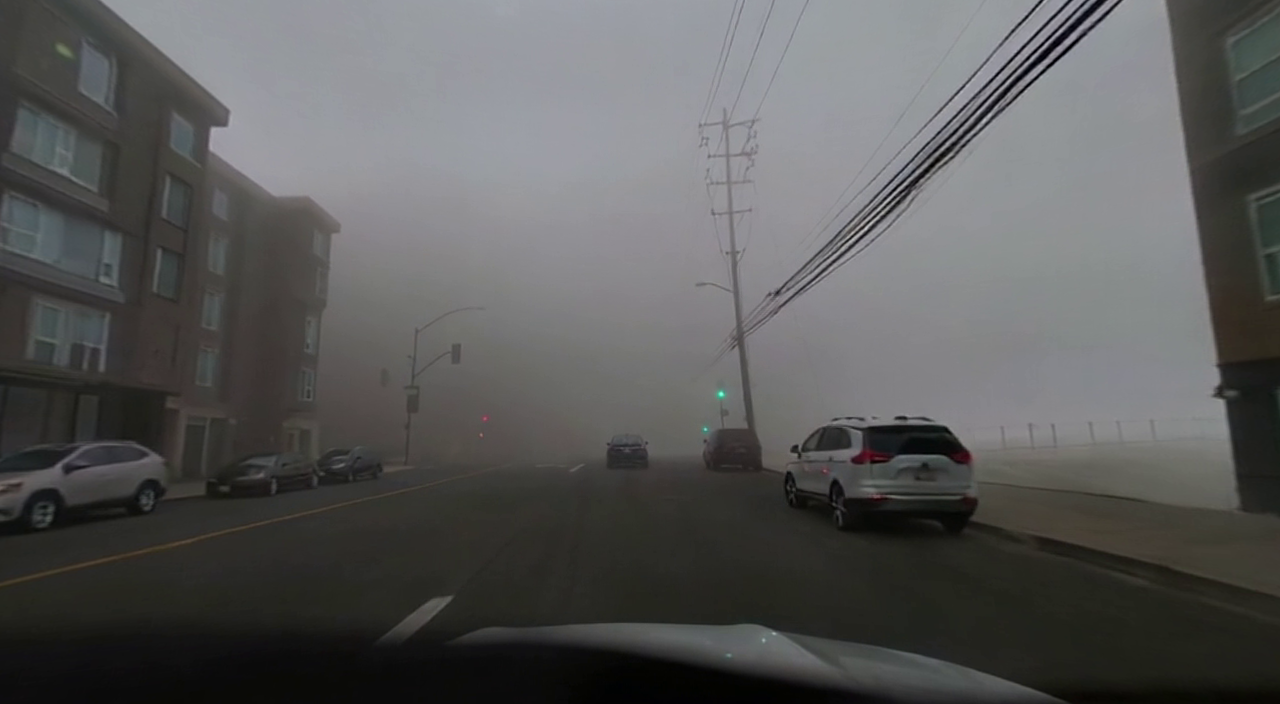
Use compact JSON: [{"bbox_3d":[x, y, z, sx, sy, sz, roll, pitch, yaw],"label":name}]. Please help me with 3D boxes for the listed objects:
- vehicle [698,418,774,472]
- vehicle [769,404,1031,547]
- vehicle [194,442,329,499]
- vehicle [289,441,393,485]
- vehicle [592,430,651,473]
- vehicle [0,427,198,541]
[{"bbox_3d":[3.728,3.705,25.590,2.248,1.945,5.011,0,-7,-1],"label":"vehicle"},{"bbox_3d":[3.703,1.820,10.142,2.186,1.764,4.470,0,-7,-2],"label":"vehicle"},{"bbox_3d":[-12.012,3.739,20.401,2.004,1.526,3.807,-2,-7,0],"label":"vehicle"},{"bbox_3d":[-11.990,4.431,25.718,1.910,1.498,4.662,-2,-7,1],"label":"vehicle"},{"bbox_3d":[-0.626,3.634,23.558,2.019,1.453,4.129,0,-7,0],"label":"vehicle"},{"bbox_3d":[-11.872,2.537,13.114,1.997,1.918,4.736,0,-7,-2],"label":"vehicle"}]
